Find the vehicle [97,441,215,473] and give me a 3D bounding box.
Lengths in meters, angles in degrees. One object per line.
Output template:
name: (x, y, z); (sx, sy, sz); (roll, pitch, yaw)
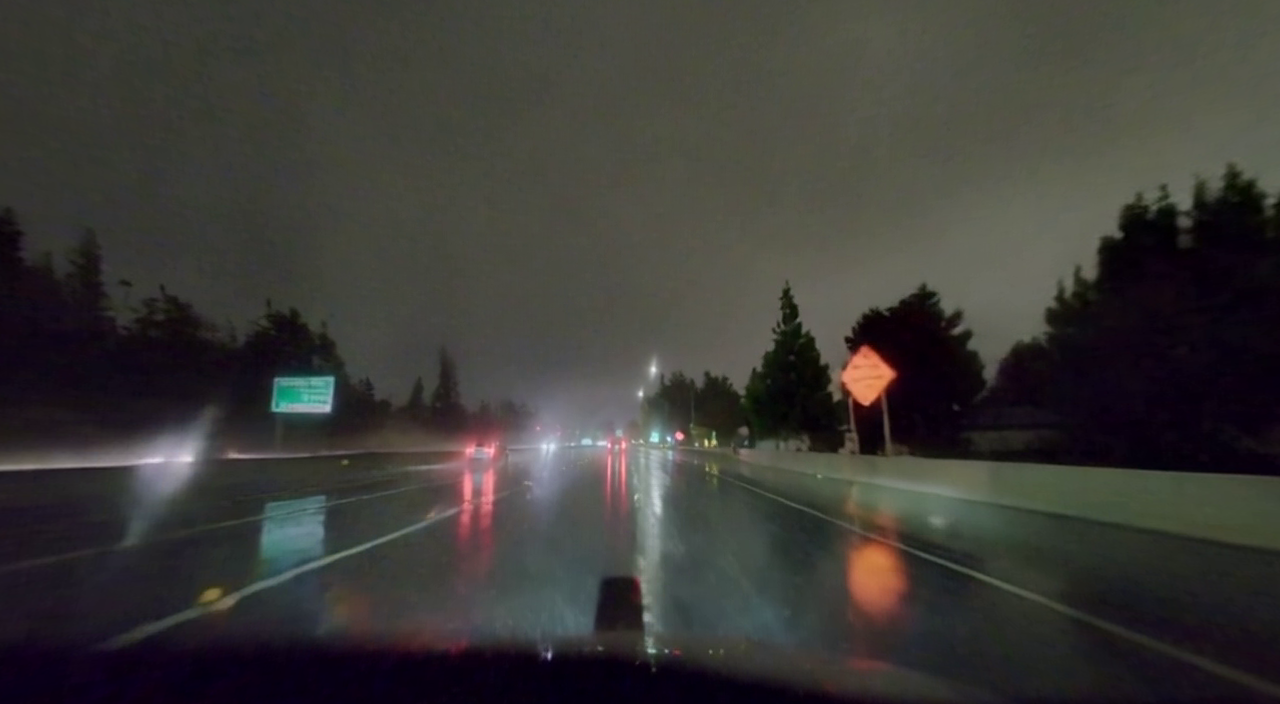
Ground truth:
vehicle: (-27.380, 5.946, 36.049); (2.174, 1.694, 5.802); (0, -8, -1)
